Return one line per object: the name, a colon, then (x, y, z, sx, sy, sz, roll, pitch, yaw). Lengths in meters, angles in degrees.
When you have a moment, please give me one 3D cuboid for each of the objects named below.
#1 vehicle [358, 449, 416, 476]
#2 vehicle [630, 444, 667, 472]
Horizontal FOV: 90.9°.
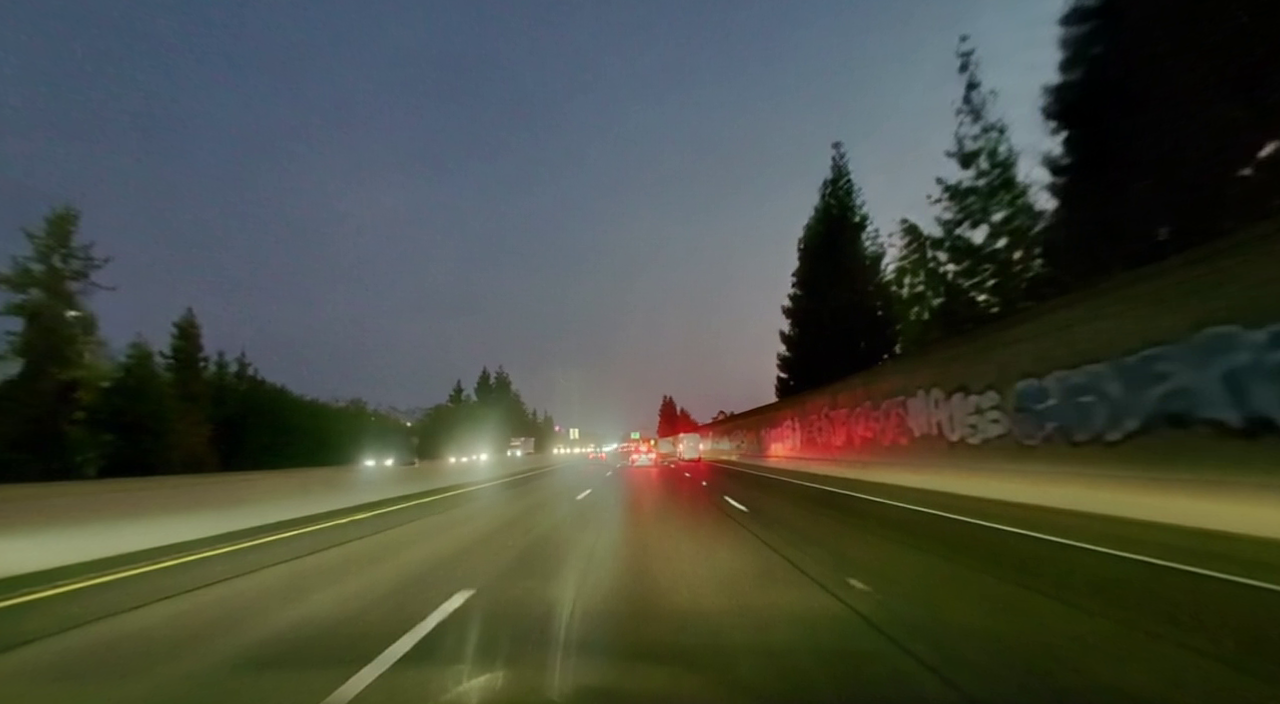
vehicle: (-16.607, 7.260, 41.590, 1.935, 1.600, 4.530, 0, -9, 0)
vehicle: (0.473, 6.058, 36.165, 2.009, 1.506, 4.091, 0, -9, 0)
